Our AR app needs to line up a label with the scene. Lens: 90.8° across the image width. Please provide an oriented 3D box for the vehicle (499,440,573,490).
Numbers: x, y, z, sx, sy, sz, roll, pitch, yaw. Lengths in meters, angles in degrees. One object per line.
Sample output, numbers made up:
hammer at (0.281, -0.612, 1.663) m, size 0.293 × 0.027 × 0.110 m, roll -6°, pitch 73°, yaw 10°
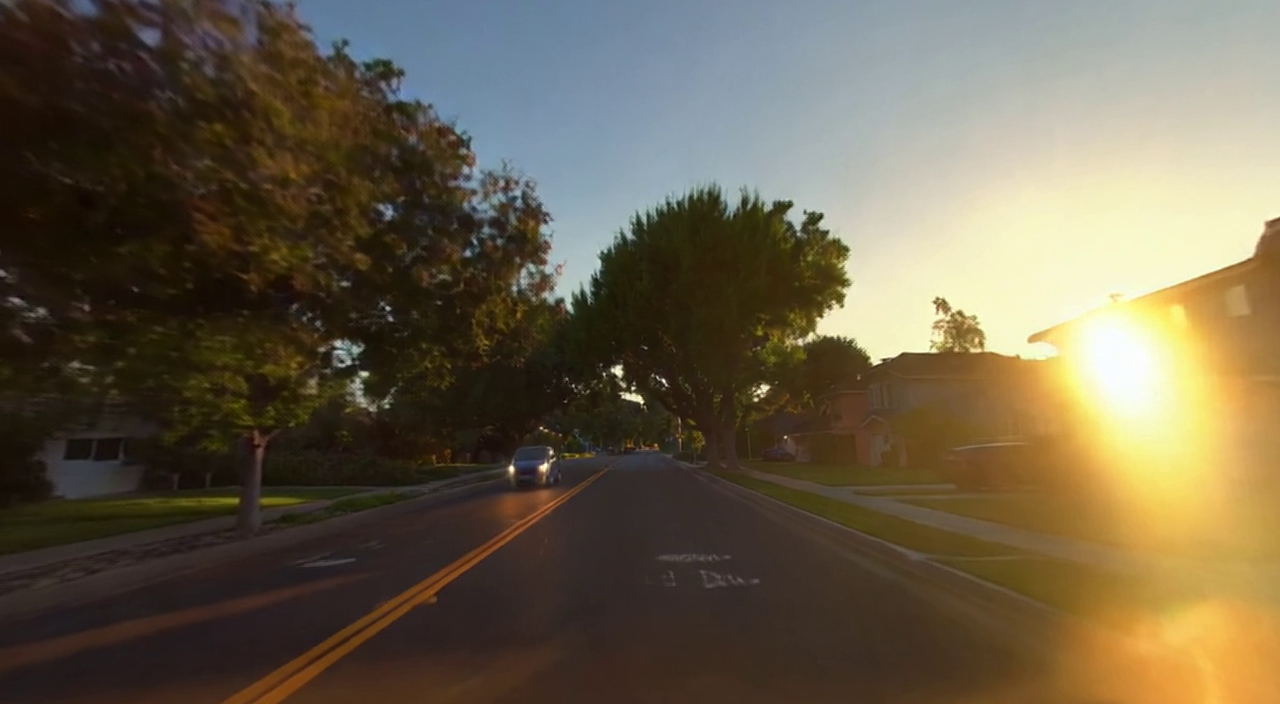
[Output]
vehicle at (-4.107, 4.554, 25.808) m, size 2.161 × 1.798 × 4.627 m, roll 0°, pitch -9°, yaw 1°
